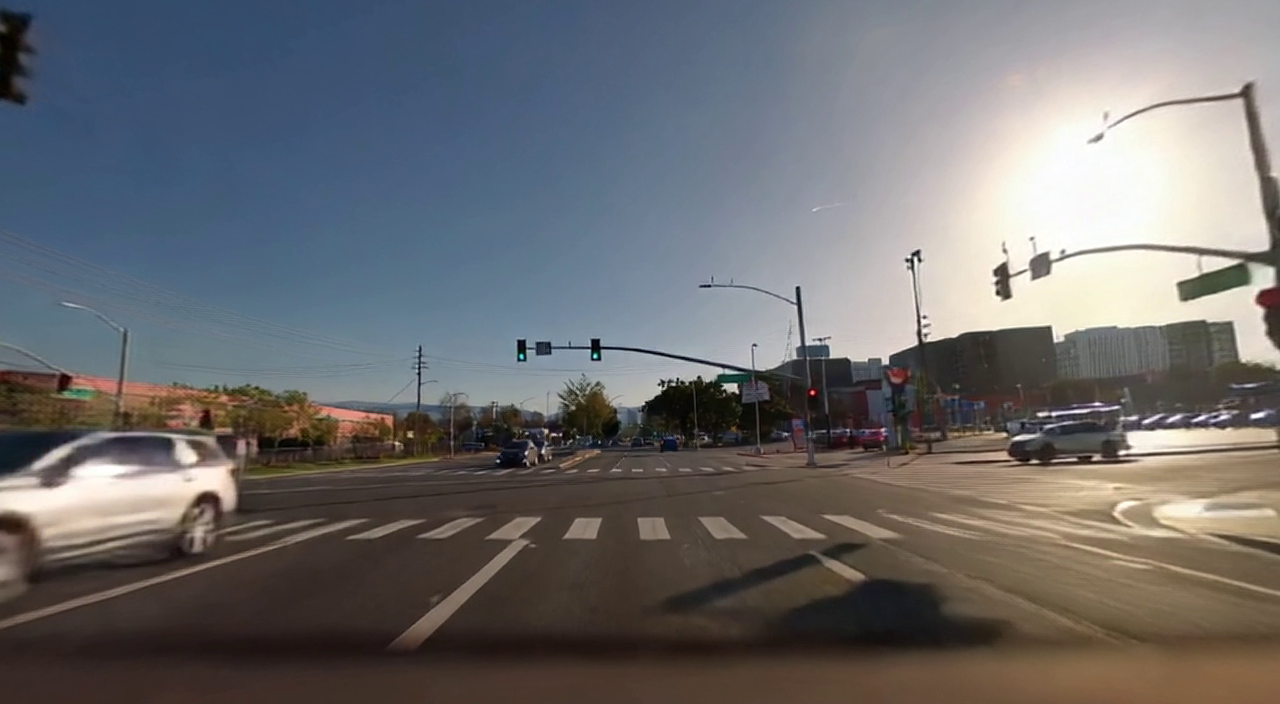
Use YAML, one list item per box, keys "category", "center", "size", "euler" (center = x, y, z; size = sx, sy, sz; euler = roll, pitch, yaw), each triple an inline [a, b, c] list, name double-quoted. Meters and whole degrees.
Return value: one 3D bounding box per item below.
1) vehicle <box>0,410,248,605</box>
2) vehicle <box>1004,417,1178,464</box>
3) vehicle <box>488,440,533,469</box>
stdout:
- category: "vehicle"
  center: [-6.643, 1.553, 6.758]
  size: [2.074, 1.692, 4.333]
  euler: [0, -8, 0]
- category: "vehicle"
  center: [16.464, 3.264, 23.272]
  size: [4.727, 1.585, 2.066]
  euler: [-1, -8, 1]
- category: "vehicle"
  center: [-8.516, 6.720, 41.876]
  size: [1.946, 1.710, 5.043]
  euler: [-2, -8, 0]
